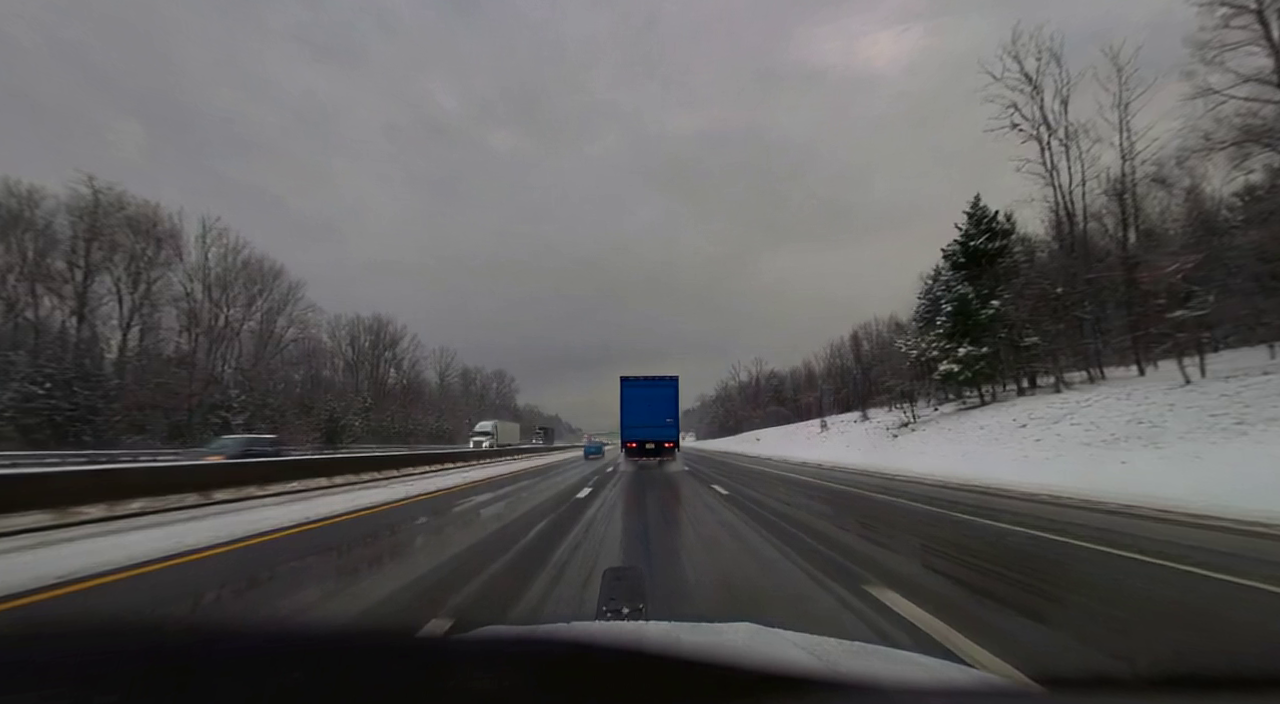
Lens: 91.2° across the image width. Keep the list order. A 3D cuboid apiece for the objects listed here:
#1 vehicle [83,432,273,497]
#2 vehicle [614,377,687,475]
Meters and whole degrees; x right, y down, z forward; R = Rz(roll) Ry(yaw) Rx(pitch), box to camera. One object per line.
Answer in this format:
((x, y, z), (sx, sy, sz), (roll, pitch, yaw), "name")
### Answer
((-13.151, 3.206, 18.334), (2.041, 1.648, 4.501), (0, -8, 1), "vehicle")
((0.479, 3.812, 31.275), (3.010, 4.039, 10.481), (0, -8, 0), "vehicle")
